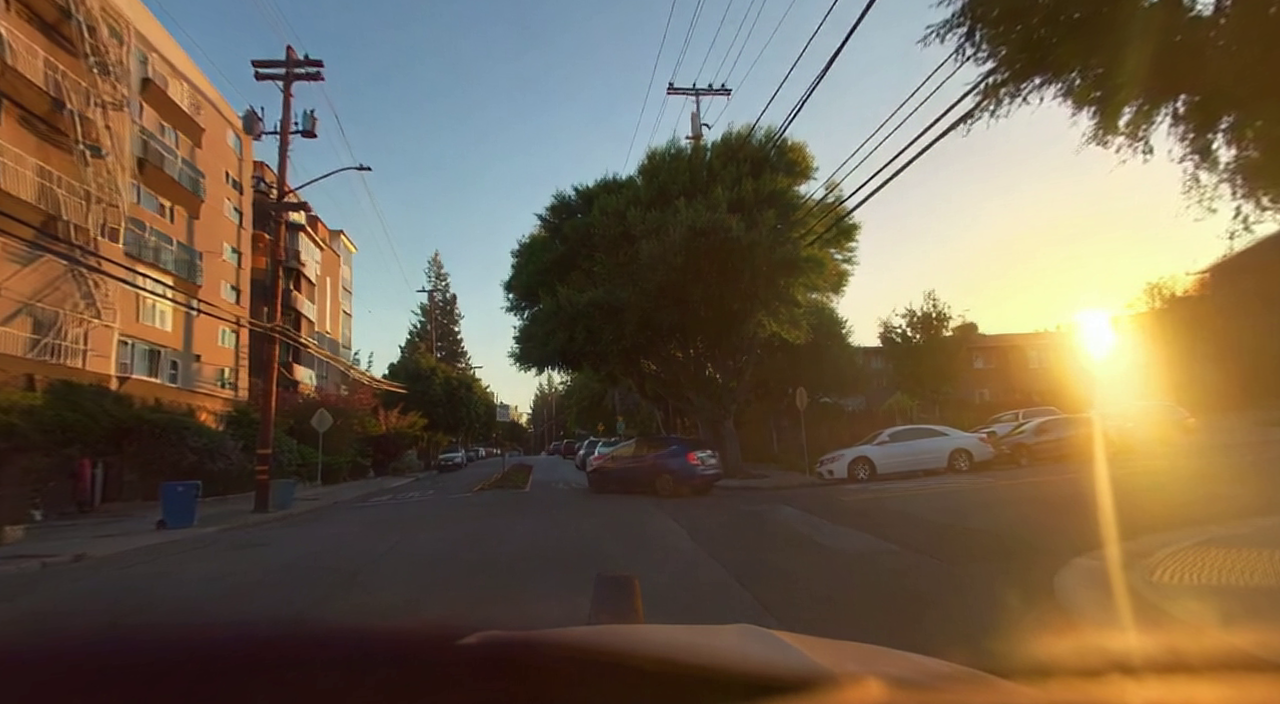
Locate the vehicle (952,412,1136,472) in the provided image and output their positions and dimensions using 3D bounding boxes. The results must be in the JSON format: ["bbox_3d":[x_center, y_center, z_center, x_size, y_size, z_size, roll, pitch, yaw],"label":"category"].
[{"bbox_3d":[12.934,2.902,20.353,4.830,1.490,1.878,-2,-11,-12],"label":"vehicle"}]

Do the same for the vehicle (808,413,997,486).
[{"bbox_3d":[7.903,2.963,19.220,4.877,1.755,1.918,-2,-10,-11],"label":"vehicle"}]

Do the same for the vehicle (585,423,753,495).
[{"bbox_3d":[0.729,3.156,18.923,2.155,1.872,4.790,8,-12,-44],"label":"vehicle"}]
